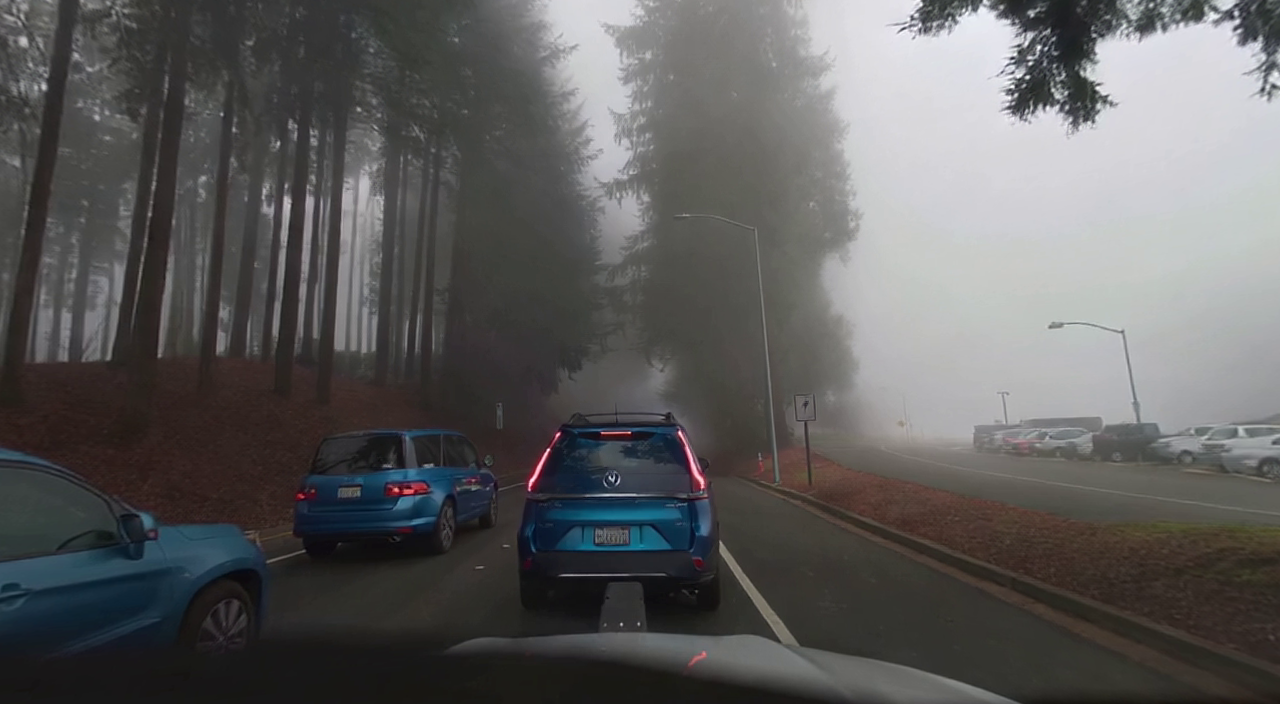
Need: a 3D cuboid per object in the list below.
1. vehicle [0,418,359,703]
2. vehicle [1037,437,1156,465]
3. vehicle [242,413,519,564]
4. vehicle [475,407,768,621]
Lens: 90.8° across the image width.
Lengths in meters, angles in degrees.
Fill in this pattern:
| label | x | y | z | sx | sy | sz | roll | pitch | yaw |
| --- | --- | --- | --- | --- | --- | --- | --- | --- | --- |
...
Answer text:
| label | x | y | z | sx | sy | sz | roll | pitch | yaw |
| --- | --- | --- | --- | --- | --- | --- | --- | --- | --- |
| vehicle | -3.656 | 1.161 | 3.626 | 1.922 | 1.464 | 4.424 | 0 | -8 | 2 |
| vehicle | 28.433 | 6.164 | 39.443 | 5.955 | 1.702 | 2.166 | 1 | -8 | -6 |
| vehicle | -3.502 | 1.939 | 9.789 | 2.188 | 1.745 | 4.618 | 0 | -8 | 2 |
| vehicle | -0.037 | 1.515 | 6.828 | 2.229 | 1.591 | 3.897 | -1 | -8 | 4 |
